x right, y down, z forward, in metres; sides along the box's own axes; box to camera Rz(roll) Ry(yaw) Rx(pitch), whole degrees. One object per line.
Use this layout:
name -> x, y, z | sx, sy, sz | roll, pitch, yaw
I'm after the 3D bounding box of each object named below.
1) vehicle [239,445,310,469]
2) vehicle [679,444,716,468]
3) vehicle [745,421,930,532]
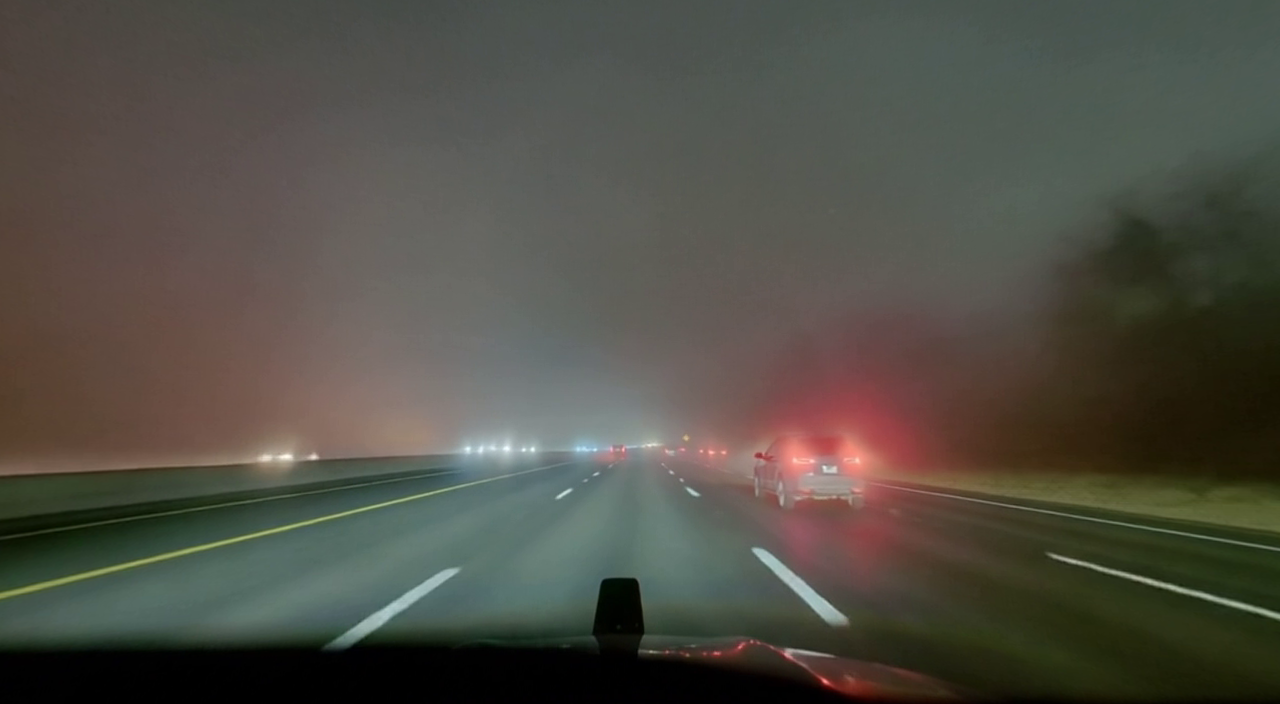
vehicle -> -24.420, 7.033, 42.309 | 1.863, 1.467, 4.674 | 0, -9, 2
vehicle -> 3.715, 6.824, 41.432 | 2.047, 1.501, 4.237 | 0, -9, 0
vehicle -> 3.373, 2.224, 11.751 | 2.095, 1.668, 4.135 | 0, -9, 0
